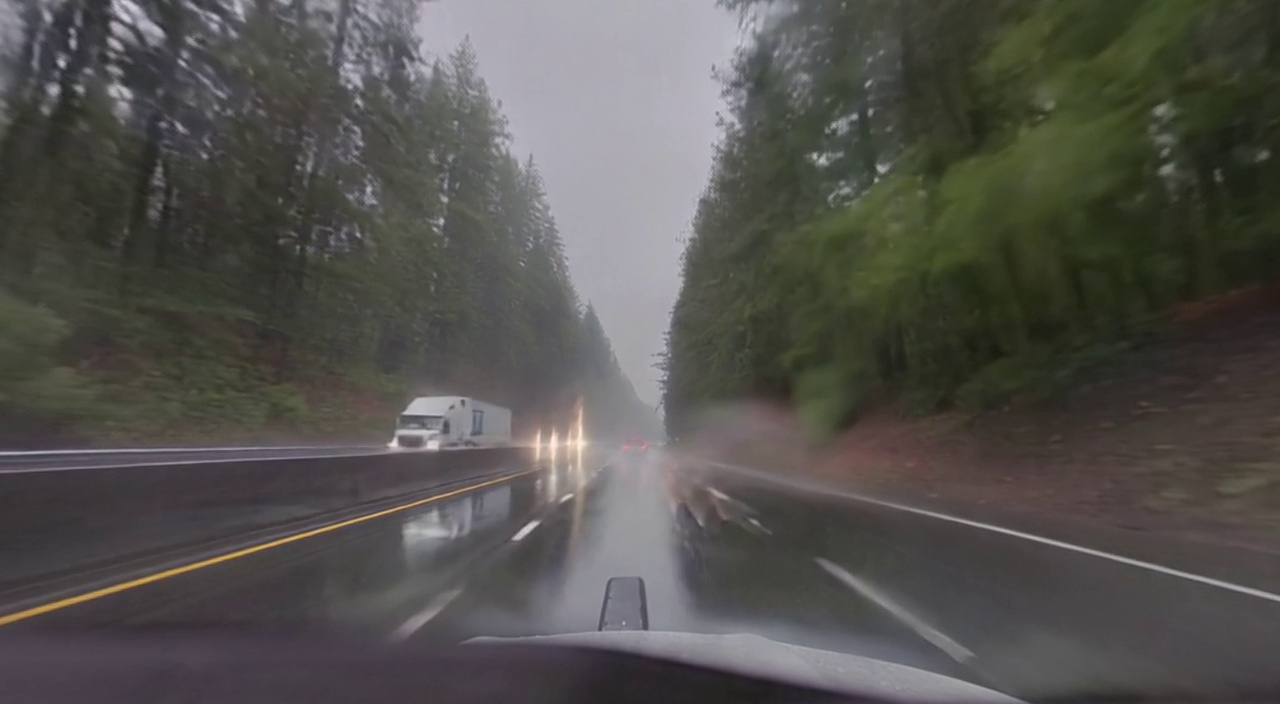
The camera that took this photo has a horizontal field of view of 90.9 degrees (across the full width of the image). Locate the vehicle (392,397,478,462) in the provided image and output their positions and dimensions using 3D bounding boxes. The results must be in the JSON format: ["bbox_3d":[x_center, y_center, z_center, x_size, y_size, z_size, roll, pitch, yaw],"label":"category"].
[{"bbox_3d":[-13.651,5.384,42.982,3.016,3.981,8.399,0,-8,0],"label":"vehicle"}]
